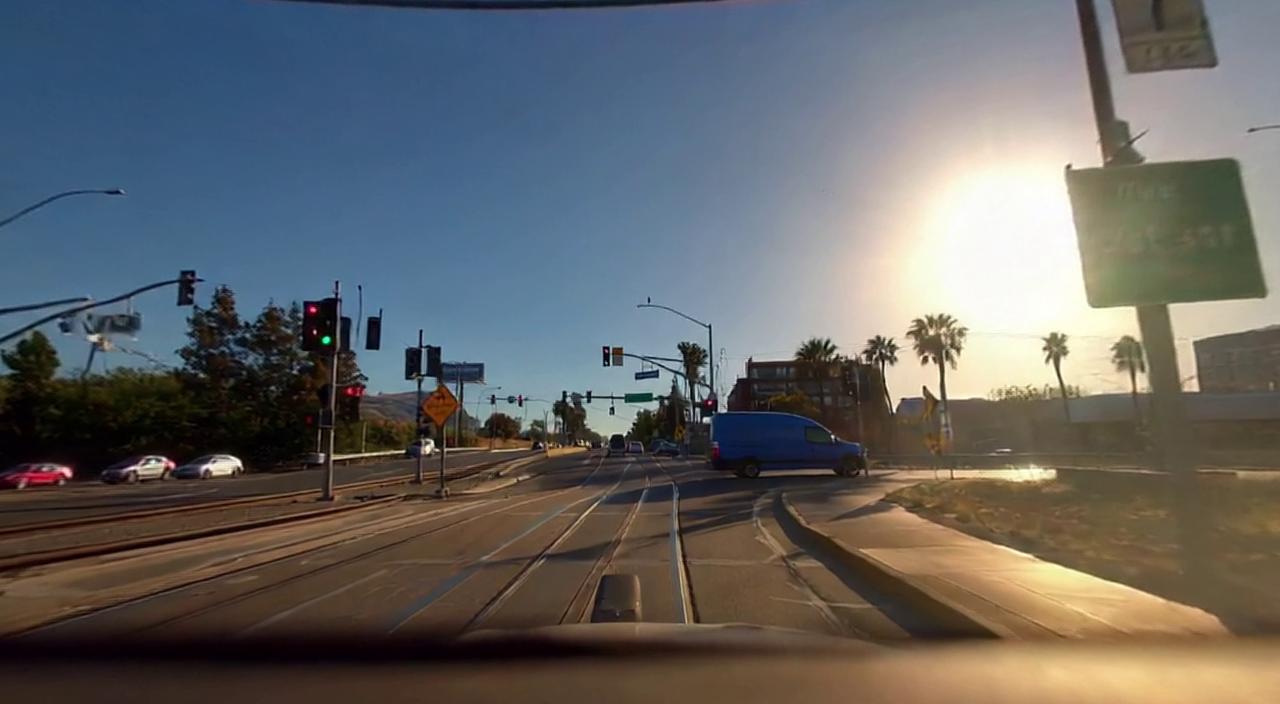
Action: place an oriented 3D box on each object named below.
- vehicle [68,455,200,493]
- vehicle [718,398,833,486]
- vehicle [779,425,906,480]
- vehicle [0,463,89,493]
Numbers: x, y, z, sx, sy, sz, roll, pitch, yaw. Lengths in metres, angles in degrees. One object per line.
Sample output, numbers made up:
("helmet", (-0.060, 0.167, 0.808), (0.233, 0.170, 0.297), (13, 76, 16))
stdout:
("vehicle", (-22.184, 5.280, 27.725), (4.881, 1.477, 2.204), (-3, -9, 20))
("vehicle", (5.224, 3.440, 24.138), (2.606, 3.020, 4.180), (-7, -11, 39))
("vehicle", (9.019, 4.408, 27.843), (6.055, 2.140, 2.266), (7, -11, -38))
("vehicle", (-32.741, 6.733, 33.928), (4.283, 1.497, 1.964), (0, -9, -2))
